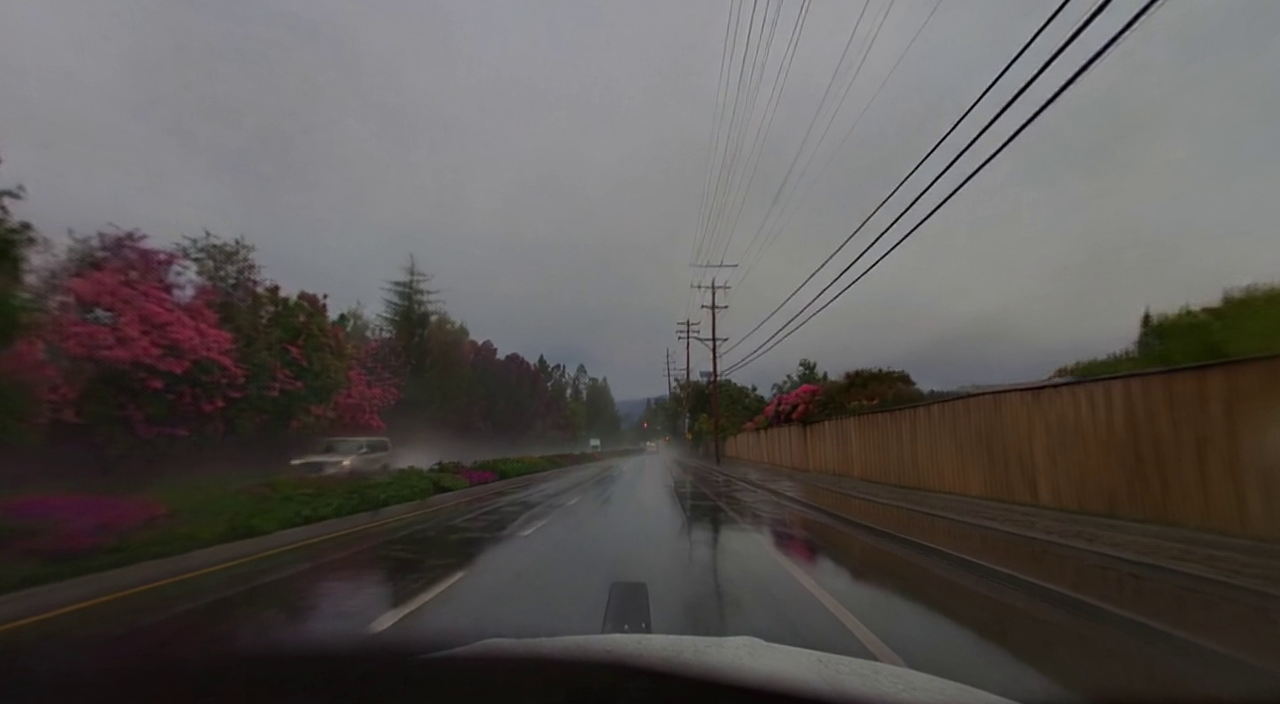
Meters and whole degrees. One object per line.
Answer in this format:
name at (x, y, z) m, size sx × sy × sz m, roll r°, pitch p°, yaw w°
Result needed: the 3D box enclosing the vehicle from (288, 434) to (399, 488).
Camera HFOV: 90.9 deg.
vehicle at (-11.000, 4.054, 23.790) m, size 2.044 × 1.815 × 4.244 m, roll 0°, pitch -8°, yaw 1°
